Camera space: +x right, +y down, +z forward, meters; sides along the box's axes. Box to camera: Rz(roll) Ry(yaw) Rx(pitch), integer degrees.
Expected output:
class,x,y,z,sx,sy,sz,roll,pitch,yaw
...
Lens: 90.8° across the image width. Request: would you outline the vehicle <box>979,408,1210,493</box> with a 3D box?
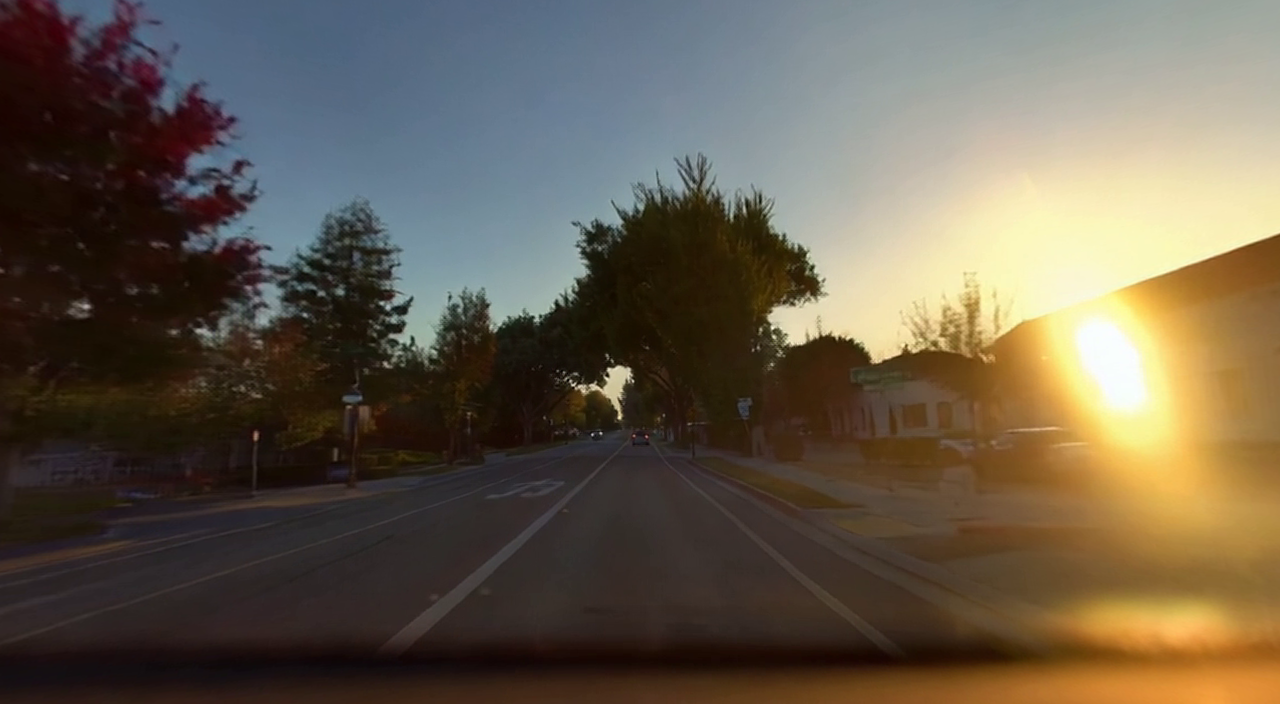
class,x,y,z,sx,sy,sz,roll,pitch,yaw
vehicle,11.083,2.602,15.955,2.001,1.744,4.449,-1,-12,-9
